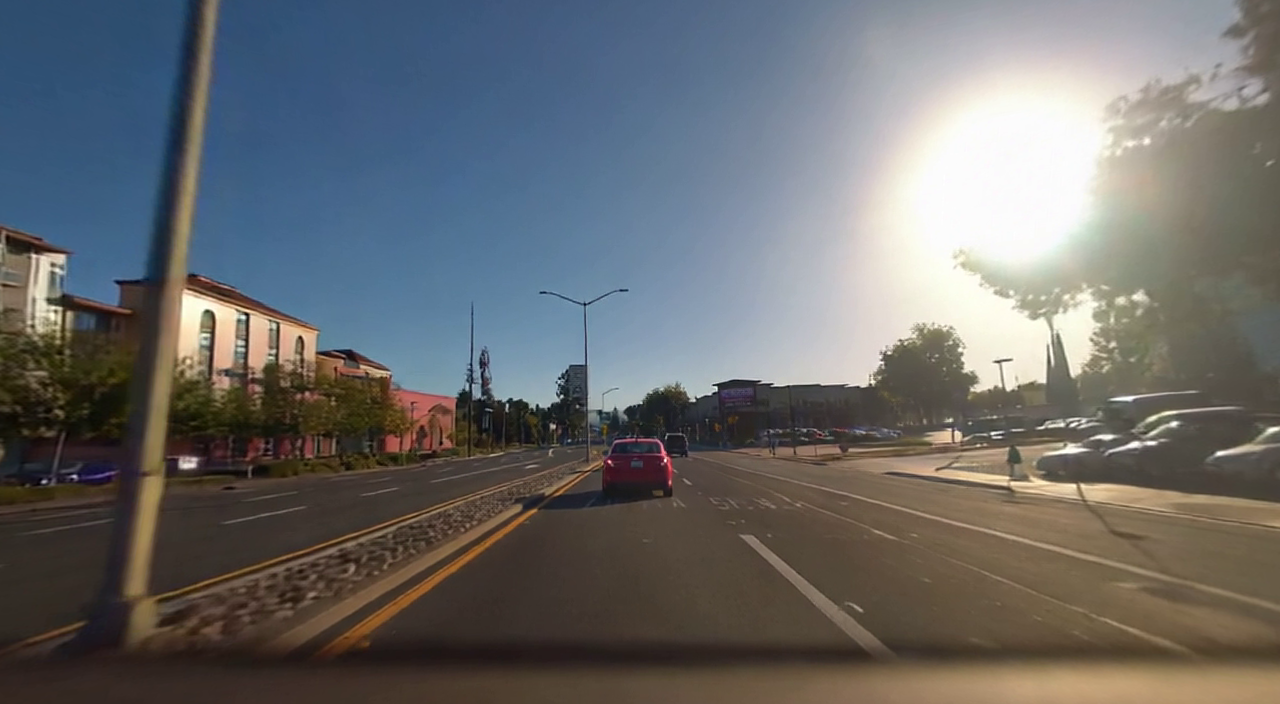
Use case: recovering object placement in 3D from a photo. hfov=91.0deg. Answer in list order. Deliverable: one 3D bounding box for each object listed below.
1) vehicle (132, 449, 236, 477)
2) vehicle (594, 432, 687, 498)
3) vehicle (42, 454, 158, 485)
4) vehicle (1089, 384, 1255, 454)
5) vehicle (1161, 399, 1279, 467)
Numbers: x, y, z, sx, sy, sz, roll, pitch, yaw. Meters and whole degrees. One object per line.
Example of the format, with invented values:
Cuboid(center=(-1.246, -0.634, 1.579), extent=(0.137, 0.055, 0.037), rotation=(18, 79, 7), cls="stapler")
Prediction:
Cuboid(center=(-27.691, 6.760, 38.329), extent=(4.665, 1.578, 2.051), rotation=(0, -7, -3), cls="vehicle")
Cuboid(center=(-0.019, 2.867, 16.379), extent=(2.126, 1.475, 3.967), rotation=(0, -8, -1), cls="vehicle")
Cuboid(center=(-27.851, 6.046, 32.551), extent=(4.209, 1.497, 1.913), rotation=(0, -9, 0), cls="vehicle")
Cuboid(center=(24.393, 3.265, 29.315), extent=(2.170, 2.875, 5.941), rotation=(1, -9, -3), cls="vehicle")
Cuboid(center=(21.575, 3.001, 22.837), extent=(2.336, 2.164, 5.796), rotation=(-3, -9, 22), cls="vehicle")
